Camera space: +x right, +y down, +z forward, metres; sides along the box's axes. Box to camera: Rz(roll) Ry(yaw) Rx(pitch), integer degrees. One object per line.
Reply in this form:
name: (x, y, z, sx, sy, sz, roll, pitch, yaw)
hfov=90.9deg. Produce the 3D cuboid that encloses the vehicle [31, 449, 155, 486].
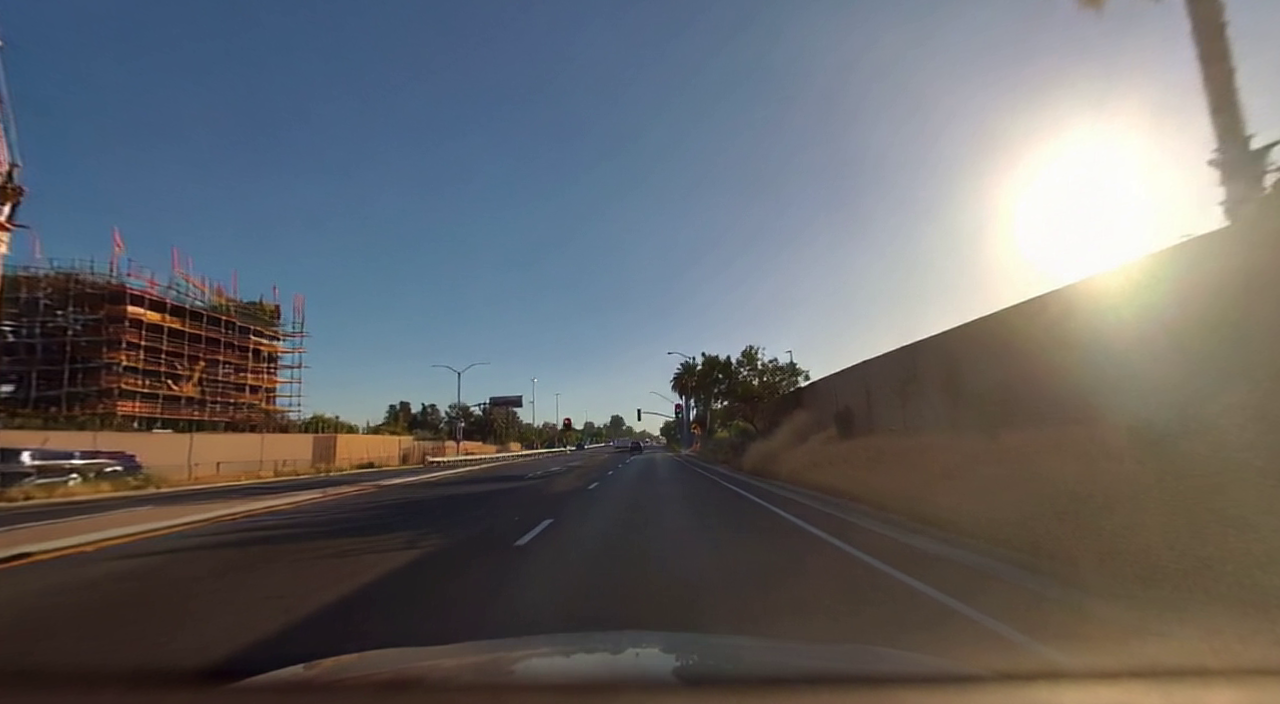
vehicle: (-29.622, 6.207, 34.469, 2.213, 1.795, 5.964, 1, -9, -9)
